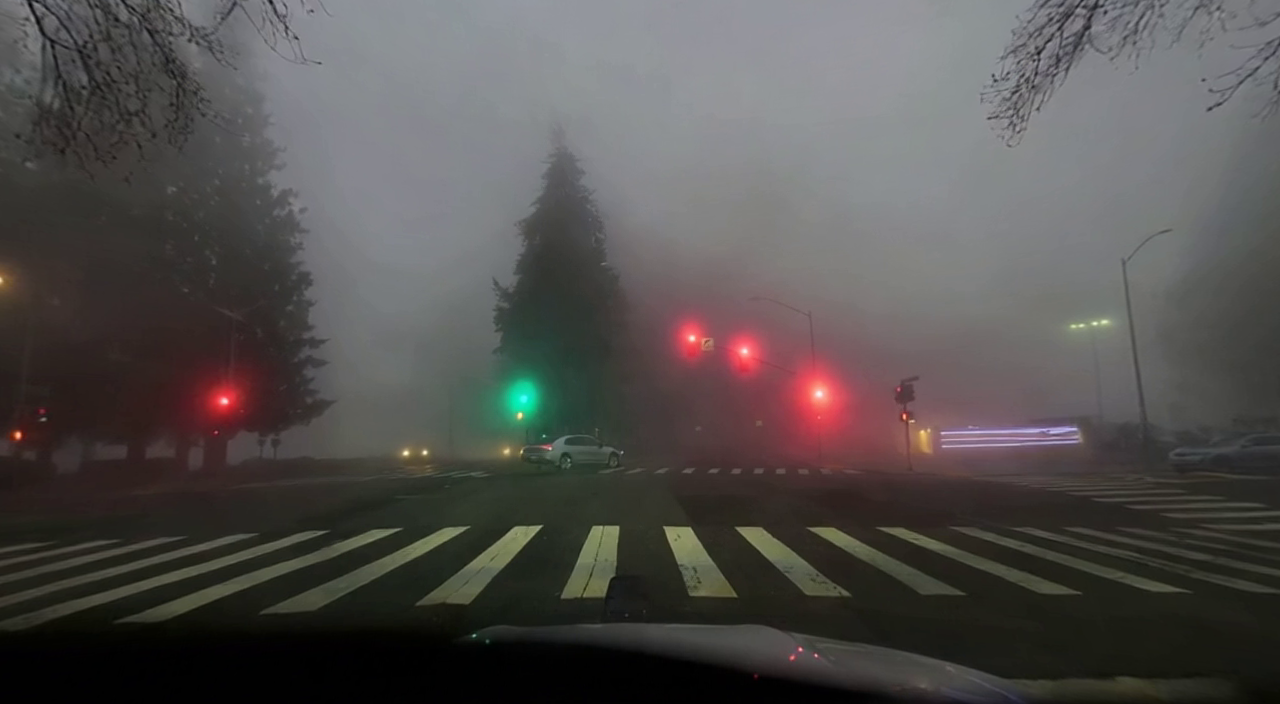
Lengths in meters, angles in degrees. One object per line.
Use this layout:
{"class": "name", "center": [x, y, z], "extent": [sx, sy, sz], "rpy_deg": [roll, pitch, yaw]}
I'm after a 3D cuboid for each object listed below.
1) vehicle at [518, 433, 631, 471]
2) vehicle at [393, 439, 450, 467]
{"class": "vehicle", "center": [-2.774, 4.375, 27.725], "extent": [2.521, 1.522, 4.418], "rpy_deg": [-7, -11, 39]}
{"class": "vehicle", "center": [-14.773, 6.833, 42.937], "extent": [2.169, 1.753, 4.640], "rpy_deg": [0, -8, 0]}
